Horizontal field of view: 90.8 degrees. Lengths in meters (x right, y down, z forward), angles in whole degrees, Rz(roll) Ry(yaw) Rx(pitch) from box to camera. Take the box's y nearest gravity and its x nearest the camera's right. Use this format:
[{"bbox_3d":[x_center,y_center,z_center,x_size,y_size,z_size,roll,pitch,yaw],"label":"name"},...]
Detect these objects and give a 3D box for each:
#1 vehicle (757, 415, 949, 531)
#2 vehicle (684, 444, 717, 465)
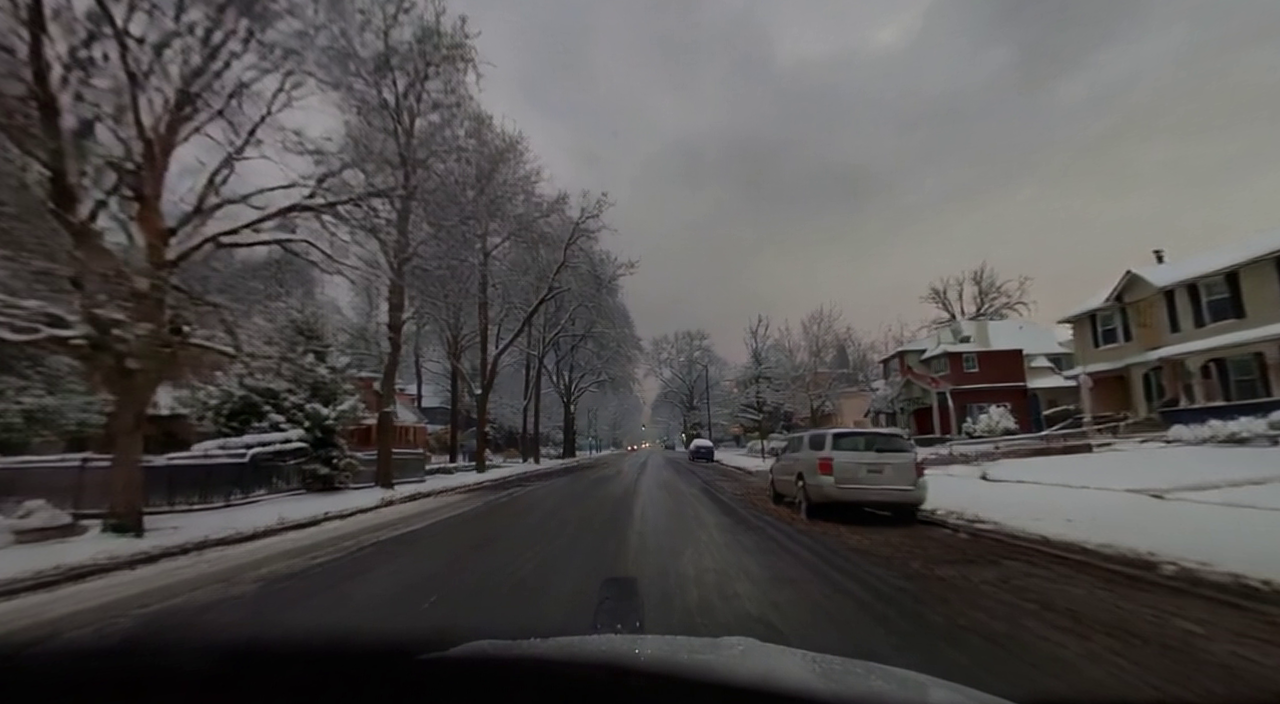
[{"bbox_3d":[3.641,2.172,11.859,2.055,1.738,4.448,0,-9,0],"label":"vehicle"},{"bbox_3d":[4.395,7.519,46.557,2.013,1.473,4.329,0,-9,0],"label":"vehicle"}]
